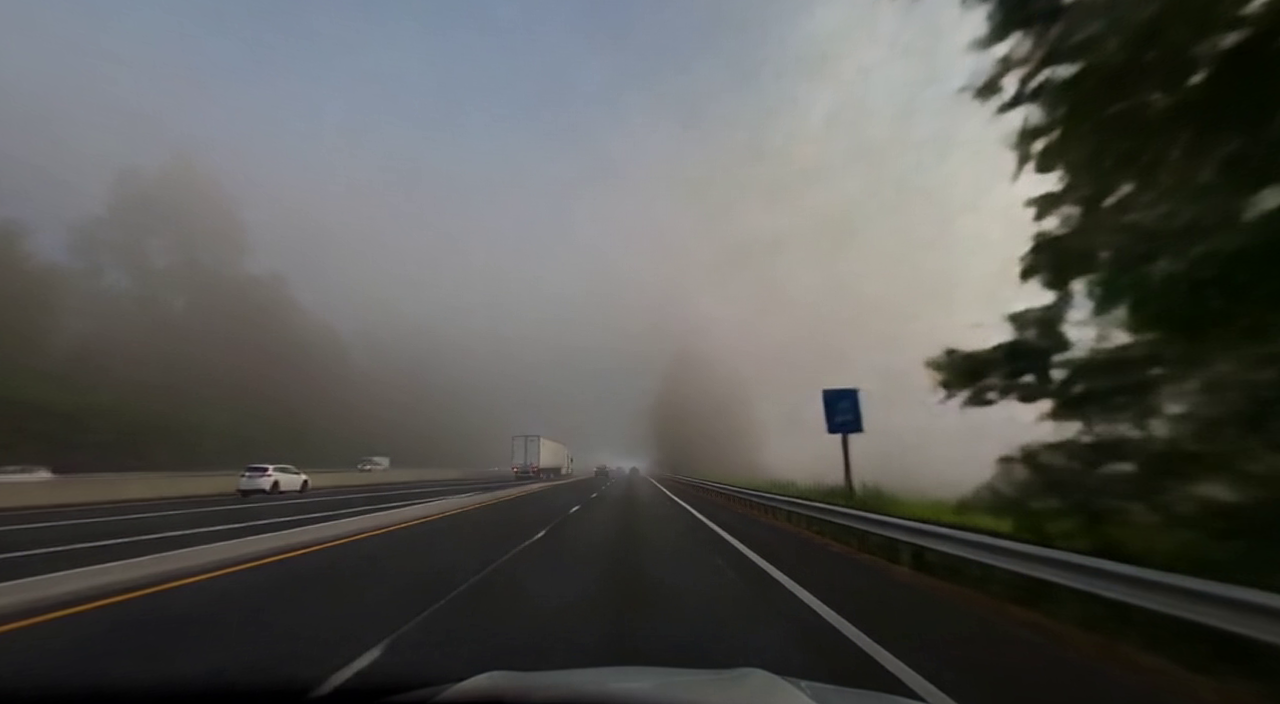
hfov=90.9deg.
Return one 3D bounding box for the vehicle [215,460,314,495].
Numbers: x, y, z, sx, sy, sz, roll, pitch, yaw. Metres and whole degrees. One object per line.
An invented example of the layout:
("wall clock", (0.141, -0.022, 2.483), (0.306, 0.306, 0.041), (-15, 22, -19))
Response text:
("vehicle", (-17.067, 5.712, 28.915), (1.745, 1.430, 4.252), (0, -10, 3))
